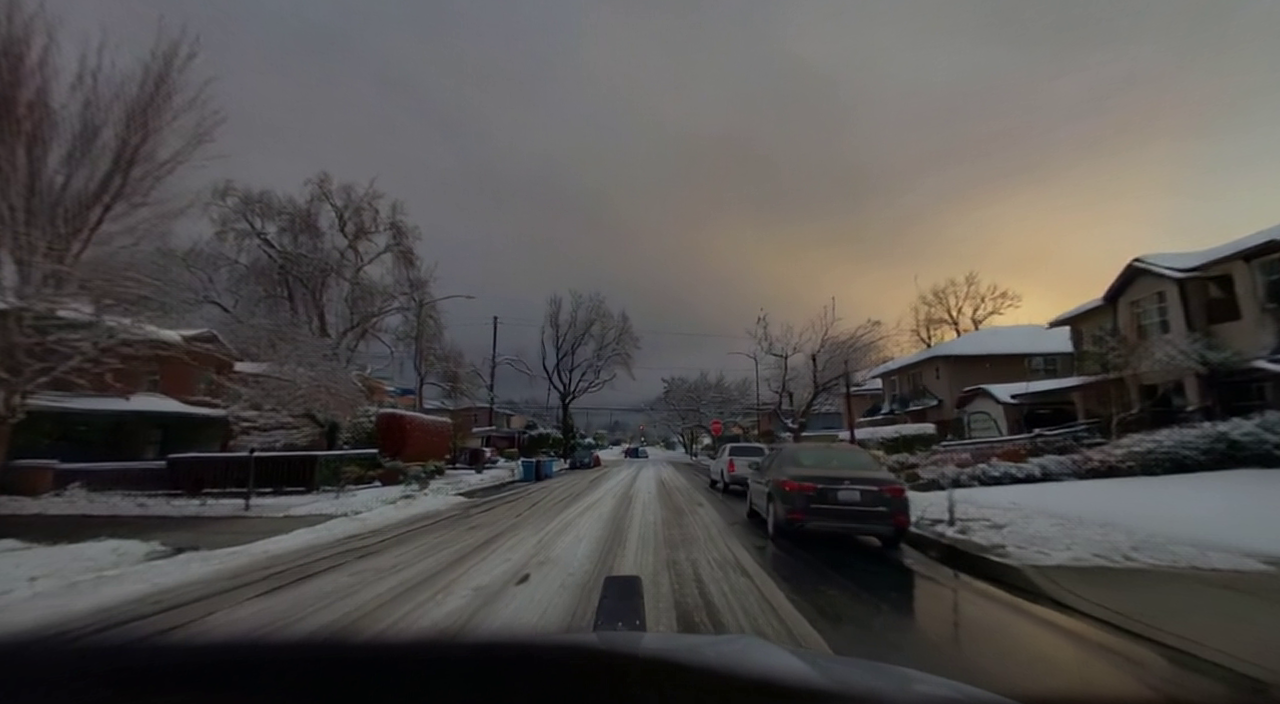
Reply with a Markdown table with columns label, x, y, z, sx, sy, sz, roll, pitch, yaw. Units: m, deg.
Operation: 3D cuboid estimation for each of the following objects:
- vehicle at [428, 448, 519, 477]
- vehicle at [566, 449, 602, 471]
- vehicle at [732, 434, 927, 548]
| label | x | y | z | sx | sy | sz | roll | pitch | yaw |
| --- | --- | --- | --- | --- | --- | --- | --- | --- | --- |
| vehicle | -9.991 | 6.677 | 38.276 | 4.933 | 1.547 | 2.125 | -2 | -8 | 0 |
| vehicle | -4.013 | 7.832 | 45.883 | 1.987 | 1.459 | 4.473 | -1 | -9 | 3 |
| vehicle | 2.836 | 2.187 | 10.697 | 2.022 | 1.483 | 4.565 | -1 | -9 | 2 |
